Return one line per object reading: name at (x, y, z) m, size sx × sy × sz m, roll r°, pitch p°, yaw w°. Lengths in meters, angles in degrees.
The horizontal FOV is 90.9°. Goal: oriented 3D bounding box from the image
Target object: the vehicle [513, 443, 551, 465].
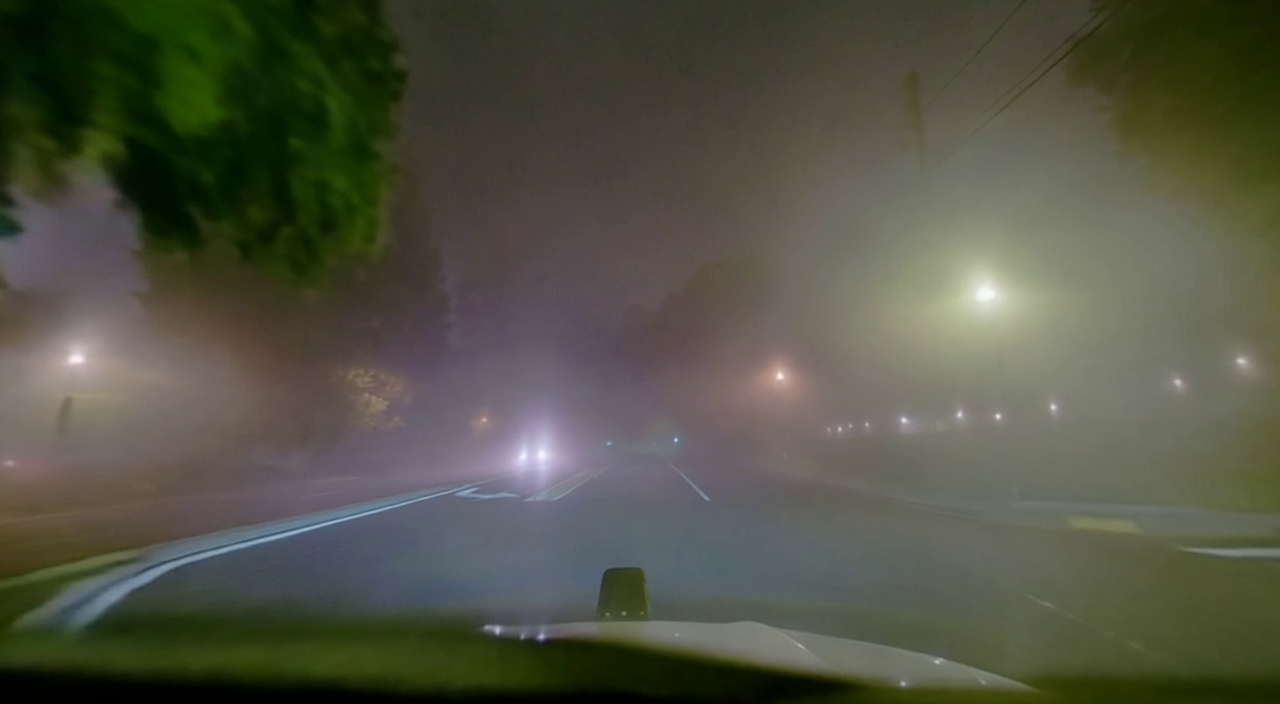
vehicle at (-8.094, 7.637, 47.457) m, size 2.044 × 1.548 × 4.284 m, roll 0°, pitch -8°, yaw 1°
